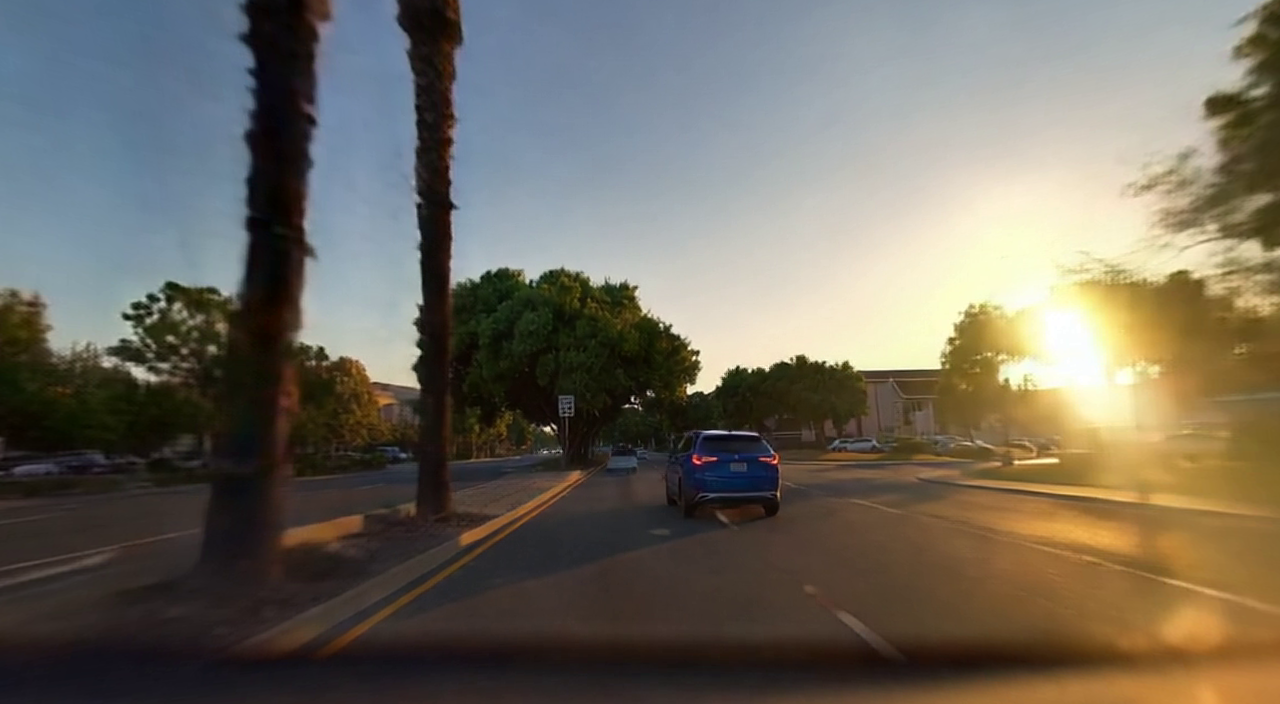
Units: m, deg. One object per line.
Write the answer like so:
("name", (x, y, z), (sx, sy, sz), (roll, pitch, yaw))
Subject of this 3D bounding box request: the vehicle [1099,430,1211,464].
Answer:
("vehicle", (23.997, 4.449, 29.641), (2.004, 1.519, 3.714), (0, -8, -2))

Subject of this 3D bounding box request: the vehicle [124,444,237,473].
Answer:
("vehicle", (-31.597, 7.333, 43.618), (5.741, 1.939, 2.483), (0, -8, -2))

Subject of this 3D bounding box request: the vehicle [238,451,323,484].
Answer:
("vehicle", (-19.861, 6.371, 35.196), (1.929, 1.646, 4.716), (0, -8, 0))

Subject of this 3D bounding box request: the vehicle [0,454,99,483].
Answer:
("vehicle", (-32.031, 6.125, 33.393), (4.903, 1.451, 2.031), (0, -8, -2))

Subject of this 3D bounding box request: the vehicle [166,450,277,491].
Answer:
("vehicle", (-19.731, 5.580, 30.092), (2.029, 1.723, 4.639), (0, -8, 1))

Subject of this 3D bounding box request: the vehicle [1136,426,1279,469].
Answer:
("vehicle", (26.481, 4.564, 29.783), (2.023, 1.704, 4.841), (-4, -10, -3))

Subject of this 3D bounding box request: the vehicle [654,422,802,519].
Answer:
("vehicle", (1.612, 2.410, 13.396), (2.239, 1.693, 4.301), (0, -8, -4))

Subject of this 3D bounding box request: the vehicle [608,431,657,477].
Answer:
("vehicle", (-0.323, 4.446, 27.782), (1.981, 1.854, 3.983), (0, -8, 0))

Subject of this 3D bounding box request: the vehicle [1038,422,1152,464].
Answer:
("vehicle", (21.212, 4.287, 29.742), (1.894, 1.784, 4.571), (0, -8, 0))
